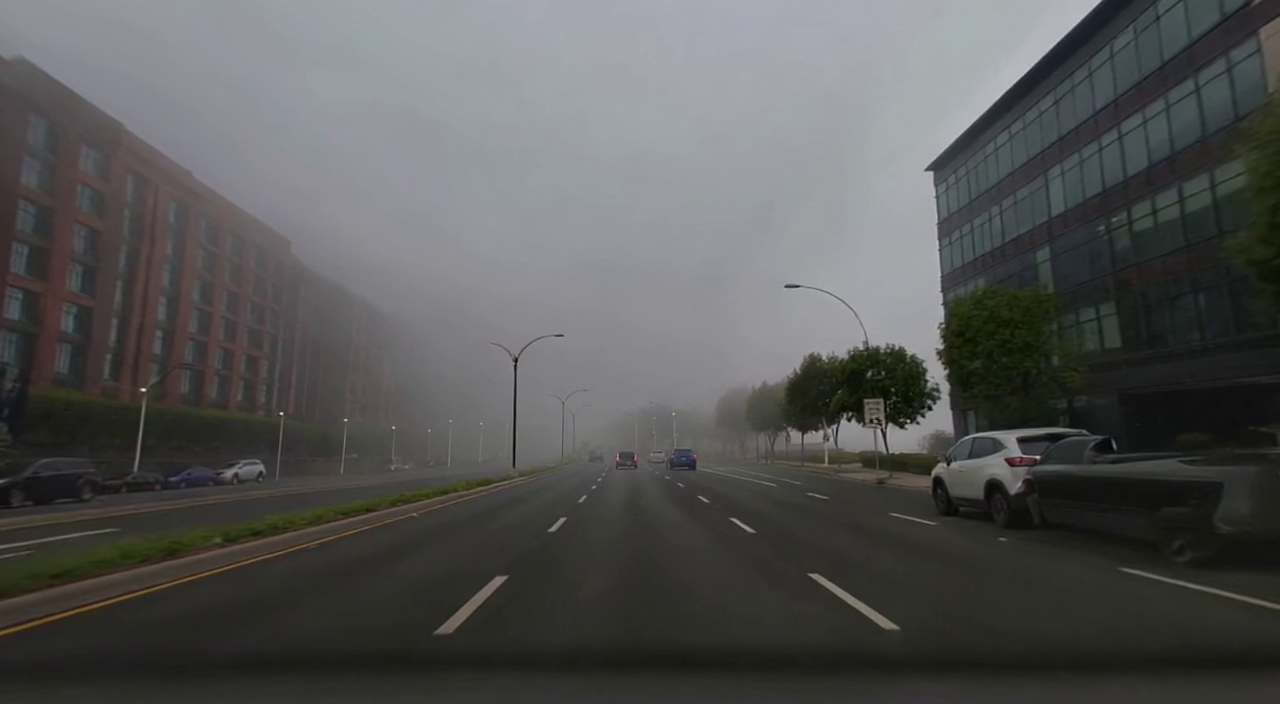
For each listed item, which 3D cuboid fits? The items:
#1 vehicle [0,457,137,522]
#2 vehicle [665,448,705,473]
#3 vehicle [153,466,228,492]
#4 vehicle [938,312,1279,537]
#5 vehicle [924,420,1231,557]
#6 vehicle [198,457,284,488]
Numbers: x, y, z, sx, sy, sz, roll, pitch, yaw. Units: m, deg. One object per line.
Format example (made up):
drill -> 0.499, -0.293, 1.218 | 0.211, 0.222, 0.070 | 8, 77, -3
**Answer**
vehicle -> -19.120, 4.339, 20.425 | 2.007, 1.735, 4.384 | -1, -8, 1
vehicle -> 2.894, 7.108, 41.524 | 2.090, 1.506, 4.382 | 0, -8, -3
vehicle -> -29.658, 8.383, 41.869 | 1.742, 1.473, 4.529 | 0, -8, -2
vehicle -> 12.169, 1.874, 15.572 | 3.113, 3.594, 14.349 | -5, -9, 2
vehicle -> 6.667, 2.091, 10.455 | 2.017, 1.743, 4.453 | -1, -8, 3
vehicle -> -29.767, 8.972, 47.496 | 2.474, 1.971, 6.358 | 0, -8, -2
